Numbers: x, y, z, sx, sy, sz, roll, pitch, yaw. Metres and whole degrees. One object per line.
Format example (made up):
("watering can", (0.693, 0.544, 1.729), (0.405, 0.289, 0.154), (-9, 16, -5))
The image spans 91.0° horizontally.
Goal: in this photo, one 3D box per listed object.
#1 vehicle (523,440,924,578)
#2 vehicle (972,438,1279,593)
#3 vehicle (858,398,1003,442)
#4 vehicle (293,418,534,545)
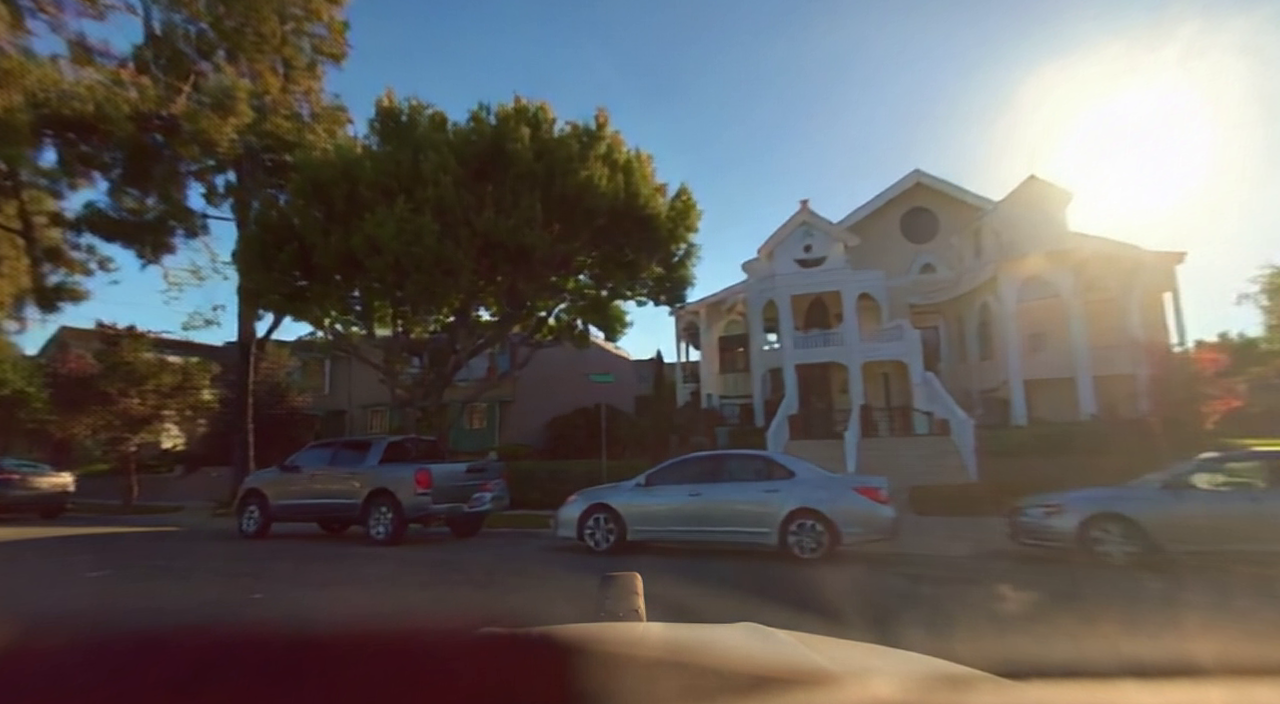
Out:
("vehicle", (1.111, 2.047, 8.911), (5.075, 1.436, 1.863), (-1, -8, 17))
("vehicle", (6.552, 1.759, 7.077), (4.663, 1.452, 1.801), (-1, -8, 17))
("vehicle", (10.495, 2.501, 23.102), (4.565, 1.479, 1.775), (-1, -8, 15))
("vehicle", (-4.087, 2.358, 12.404), (2.046, 1.969, 4.585), (-3, -8, 18))
